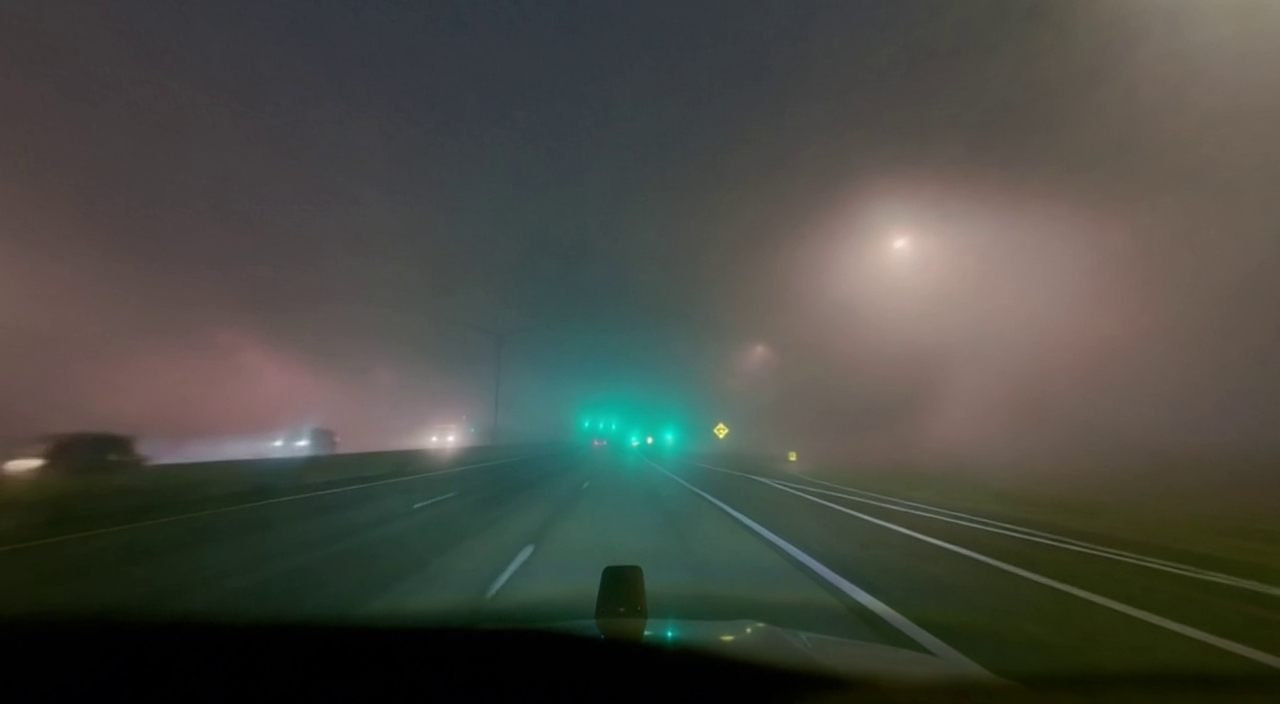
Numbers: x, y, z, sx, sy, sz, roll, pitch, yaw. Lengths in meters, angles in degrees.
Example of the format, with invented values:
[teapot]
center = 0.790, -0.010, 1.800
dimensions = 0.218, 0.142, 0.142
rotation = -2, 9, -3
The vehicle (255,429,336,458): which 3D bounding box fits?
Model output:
[vehicle]
center = -21.089, 5.656, 38.901
dimensions = 2.147, 1.654, 5.269
rotation = 0, -8, -2
